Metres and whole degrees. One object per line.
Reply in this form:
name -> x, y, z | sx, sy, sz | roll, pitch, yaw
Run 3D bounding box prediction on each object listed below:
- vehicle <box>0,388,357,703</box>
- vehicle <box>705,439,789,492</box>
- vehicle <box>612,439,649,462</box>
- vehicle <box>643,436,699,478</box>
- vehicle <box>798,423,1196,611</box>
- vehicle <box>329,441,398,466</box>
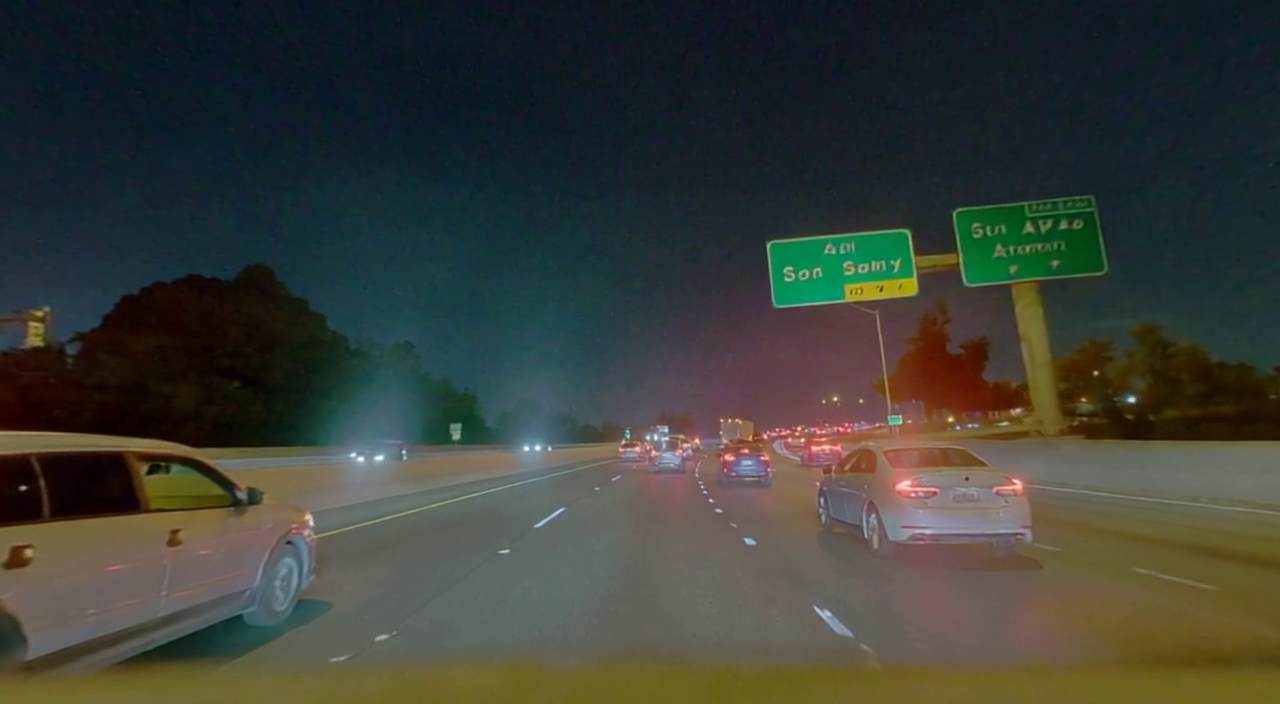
vehicle -> -3.218, 0.977, 2.620 | 1.937, 1.558, 4.469 | 0, -9, 1
vehicle -> 3.292, 3.612, 20.309 | 2.009, 1.489, 4.559 | 0, -9, 2
vehicle -> -0.622, 7.049, 45.140 | 2.059, 1.516, 4.236 | -1, -9, 7
vehicle -> 1.344, 4.461, 26.883 | 2.201, 1.614, 3.803 | -1, -9, 4
vehicle -> 3.463, 1.697, 7.468 | 2.014, 1.489, 4.696 | 0, -9, 1
vehicle -> -20.806, 7.683, 47.688 | 2.328, 1.767, 5.383 | -1, -9, 6
